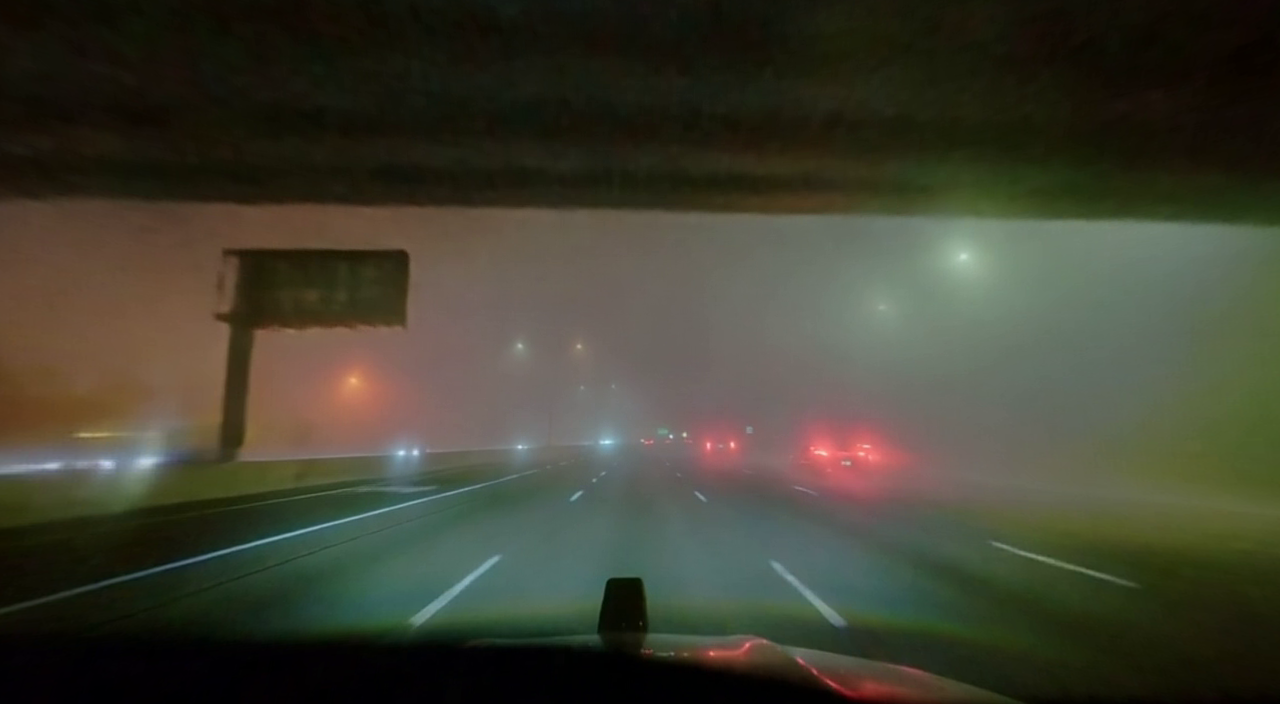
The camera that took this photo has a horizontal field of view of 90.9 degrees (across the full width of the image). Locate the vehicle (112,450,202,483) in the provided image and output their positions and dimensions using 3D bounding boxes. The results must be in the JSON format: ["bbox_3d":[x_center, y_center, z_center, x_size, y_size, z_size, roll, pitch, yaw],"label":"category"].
[{"bbox_3d":[-31.140,7.341,40.840,2.065,1.859,4.769,-2,-8,0],"label":"vehicle"}]

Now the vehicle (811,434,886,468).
[{"bbox_3d":[9.936,4.768,30.484,2.000,1.514,4.585,0,-8,-1],"label":"vehicle"}]
